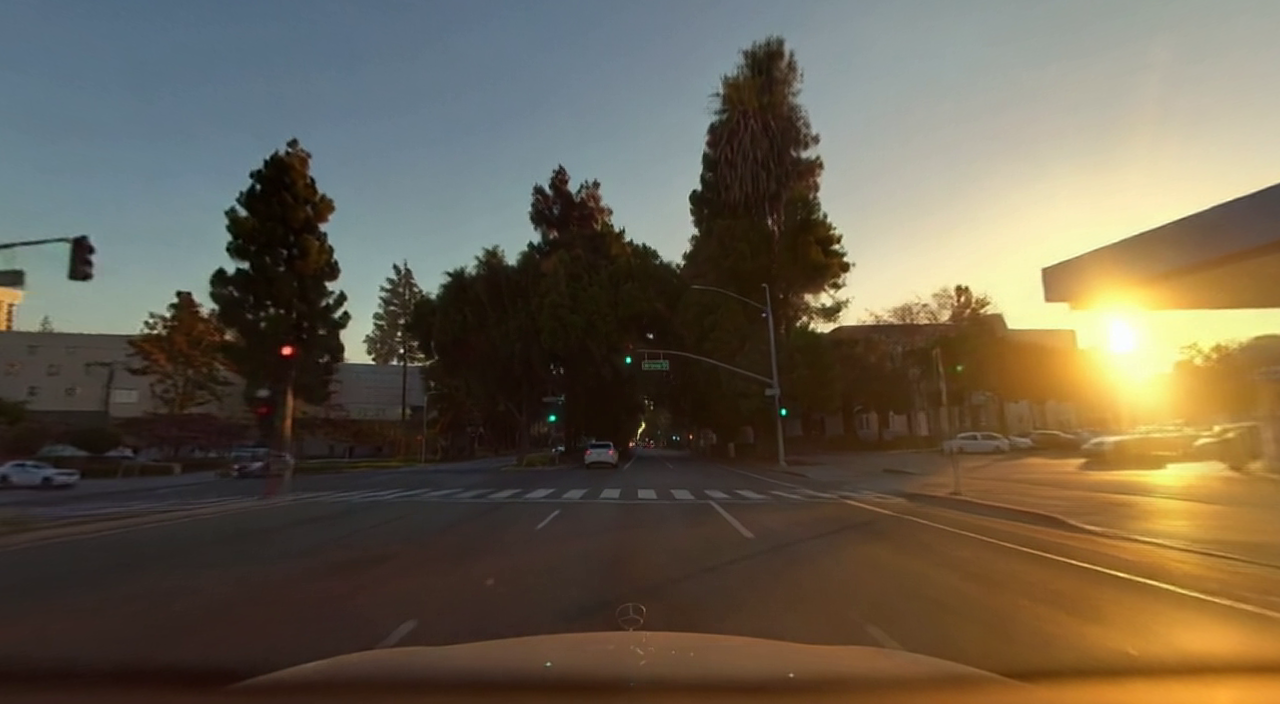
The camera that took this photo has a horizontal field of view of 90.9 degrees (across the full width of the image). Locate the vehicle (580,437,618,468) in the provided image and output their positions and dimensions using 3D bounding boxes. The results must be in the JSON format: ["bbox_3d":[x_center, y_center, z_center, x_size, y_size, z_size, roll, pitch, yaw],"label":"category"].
[{"bbox_3d":[-2.440,6.136,38.519,2.011,1.756,4.478,0,-9,1],"label":"vehicle"}]

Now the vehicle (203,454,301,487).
[{"bbox_3d":[-22.765,6.955,37.183,1.988,1.717,4.403,-6,-10,28],"label":"vehicle"}]

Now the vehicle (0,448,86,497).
[{"bbox_3d":[-28.221,5.460,28.387,4.597,1.952,2.040,-3,-7,-1],"label":"vehicle"}]
